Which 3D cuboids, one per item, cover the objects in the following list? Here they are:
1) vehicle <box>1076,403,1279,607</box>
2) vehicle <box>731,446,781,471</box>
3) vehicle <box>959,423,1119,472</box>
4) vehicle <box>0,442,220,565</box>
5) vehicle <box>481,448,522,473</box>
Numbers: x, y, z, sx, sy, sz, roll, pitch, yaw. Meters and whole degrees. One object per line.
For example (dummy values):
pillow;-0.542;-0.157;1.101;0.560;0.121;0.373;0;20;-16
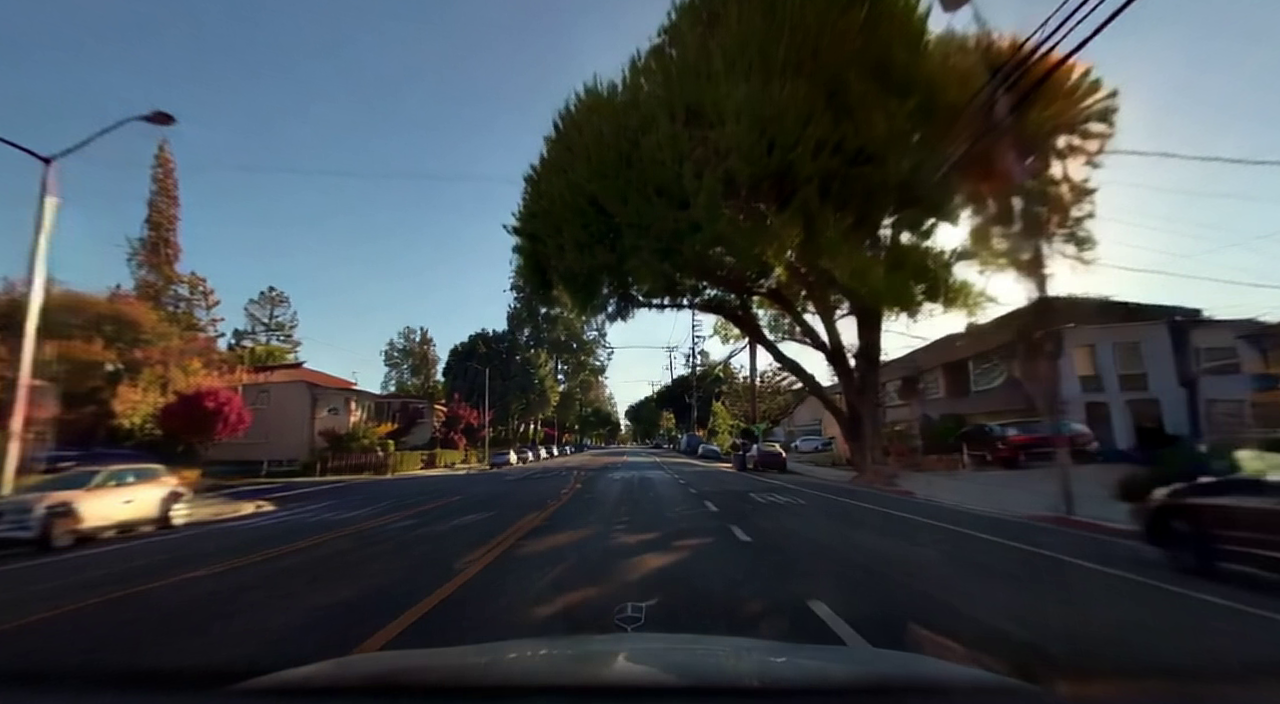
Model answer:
vehicle;6.601;1.323;5.478;2.194;1.741;4.800;0;-8;1
vehicle;7.077;6.546;38.934;2.070;1.428;4.636;0;-8;-1
vehicle;14.466;3.496;23.056;4.479;1.671;1.913;0;-8;1
vehicle;-10.495;2.730;12.107;1.984;1.762;4.266;-3;-6;0
vehicle;-10.060;7.904;46.097;1.965;1.675;4.577;0;-8;0
